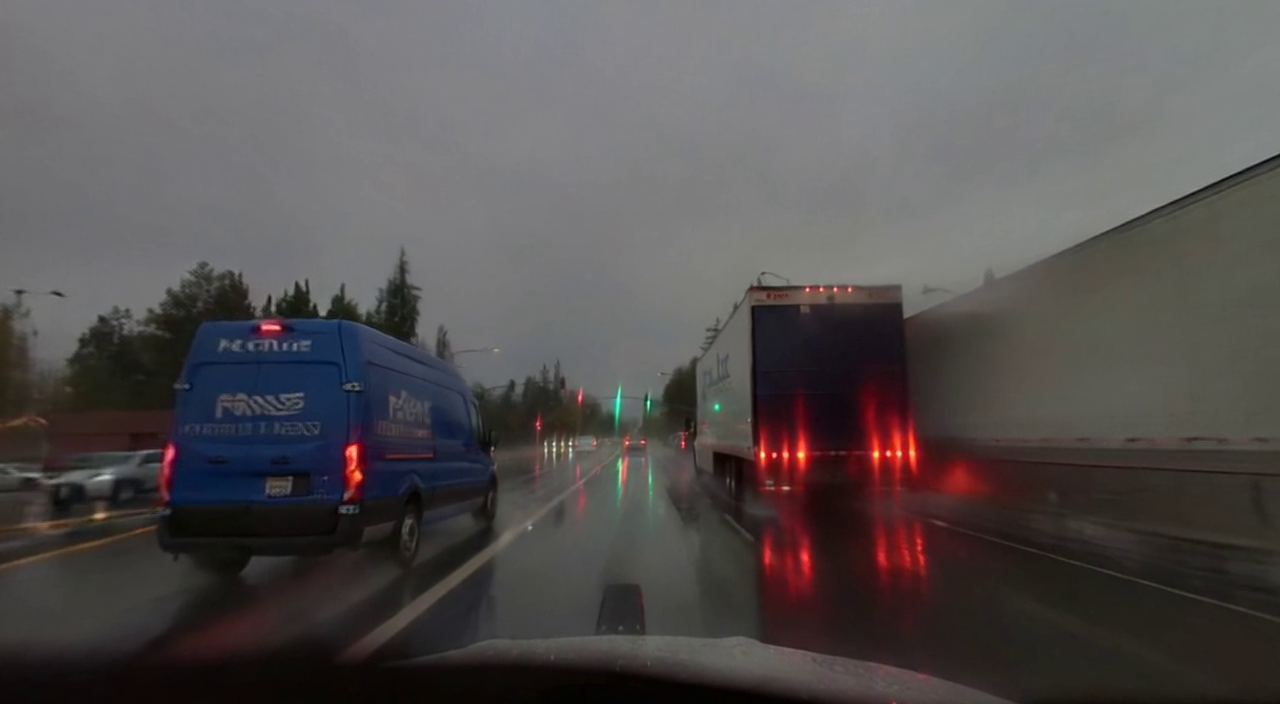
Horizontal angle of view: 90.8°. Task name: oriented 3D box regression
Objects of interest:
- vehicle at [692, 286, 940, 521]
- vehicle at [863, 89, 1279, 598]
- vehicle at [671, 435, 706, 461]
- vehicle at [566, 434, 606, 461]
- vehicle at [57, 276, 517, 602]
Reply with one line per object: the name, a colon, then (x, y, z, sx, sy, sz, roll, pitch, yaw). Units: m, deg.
vehicle: (3.005, 1.468, 14.415, 2.861, 3.525, 9.858, 0, -9, 0)
vehicle: (6.837, 0.067, 6.277, 2.926, 4.221, 16.975, -1, -9, 0)
vehicle: (3.083, 6.181, 40.669, 1.869, 1.616, 4.346, 0, -9, 0)
vehicle: (-3.768, 6.798, 44.825, 2.356, 1.766, 5.674, 0, -9, 0)
vehicle: (-3.606, 1.191, 8.674, 2.443, 2.784, 6.493, 0, -9, 1)
